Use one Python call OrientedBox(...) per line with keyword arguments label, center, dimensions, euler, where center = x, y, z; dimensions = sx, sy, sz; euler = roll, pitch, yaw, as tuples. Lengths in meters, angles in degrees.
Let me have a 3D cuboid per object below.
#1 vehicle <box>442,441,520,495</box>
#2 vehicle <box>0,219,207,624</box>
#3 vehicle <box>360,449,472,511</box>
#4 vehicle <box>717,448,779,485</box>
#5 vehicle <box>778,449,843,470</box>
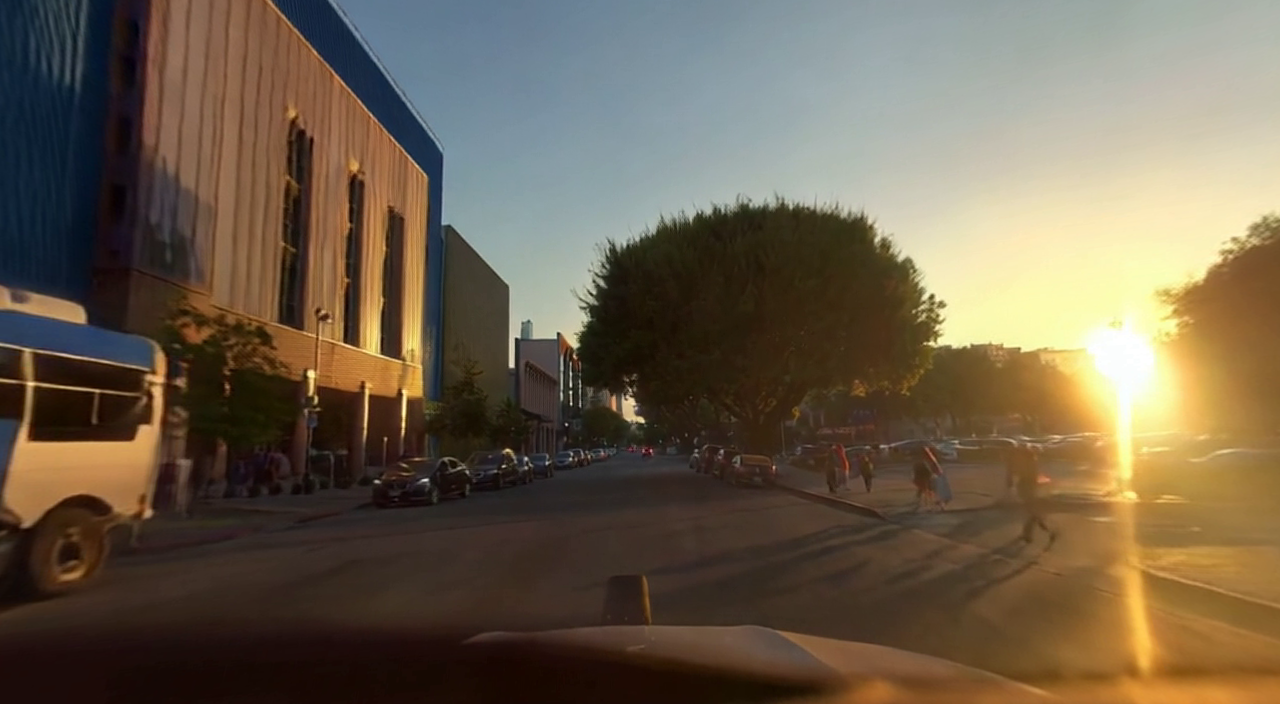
OrientedBox(label="vehicle", center=(-6.464, 4.749, 26.295), dimensions=(2.238, 1.891, 4.780), euler=(-1, -7, -3))
OrientedBox(label="vehicle", center=(-6.838, 0.477, 4.536), dimensions=(2.851, 3.375, 6.057), euler=(0, -8, 2))
OrientedBox(label="vehicle", center=(-6.639, 3.779, 19.260), dimensions=(1.917, 1.487, 4.659), euler=(-2, -8, -3))
OrientedBox(label="vehicle", center=(4.807, 5.137, 28.657), dimensions=(1.973, 1.494, 4.867), euler=(0, -8, 0))
OrientedBox(label="vehicle", center=(13.501, 8.471, 49.972), dimensions=(4.499, 1.558, 2.007), euler=(-5, -10, 30))
